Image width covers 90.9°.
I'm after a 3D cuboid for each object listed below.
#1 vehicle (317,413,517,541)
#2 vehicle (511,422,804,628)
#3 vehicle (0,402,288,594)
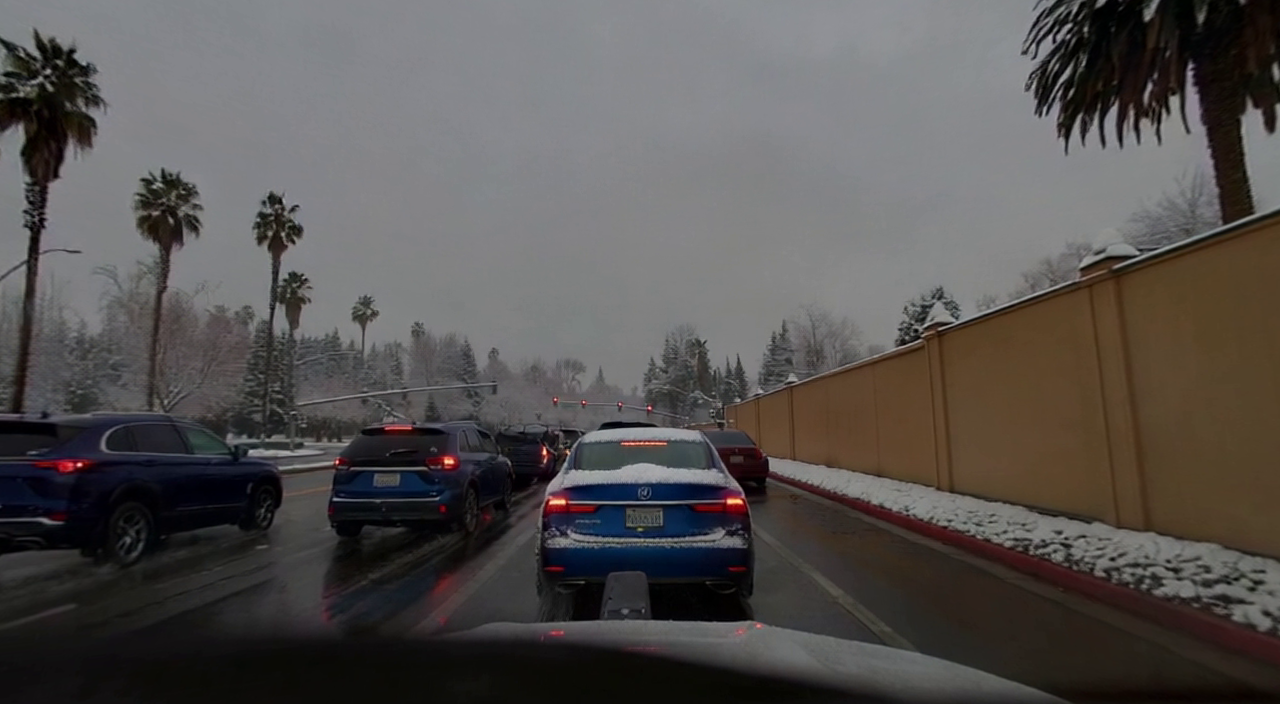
[{"bbox_3d":[-3.485,2.028,10.838,2.007,1.746,4.136,0,-8,-2],"label":"vehicle"},{"bbox_3d":[0.064,1.576,6.795,2.128,1.473,4.272,0,-8,-2],"label":"vehicle"},{"bbox_3d":[-6.680,1.650,7.981,1.963,1.721,4.467,0,-8,-2],"label":"vehicle"}]
